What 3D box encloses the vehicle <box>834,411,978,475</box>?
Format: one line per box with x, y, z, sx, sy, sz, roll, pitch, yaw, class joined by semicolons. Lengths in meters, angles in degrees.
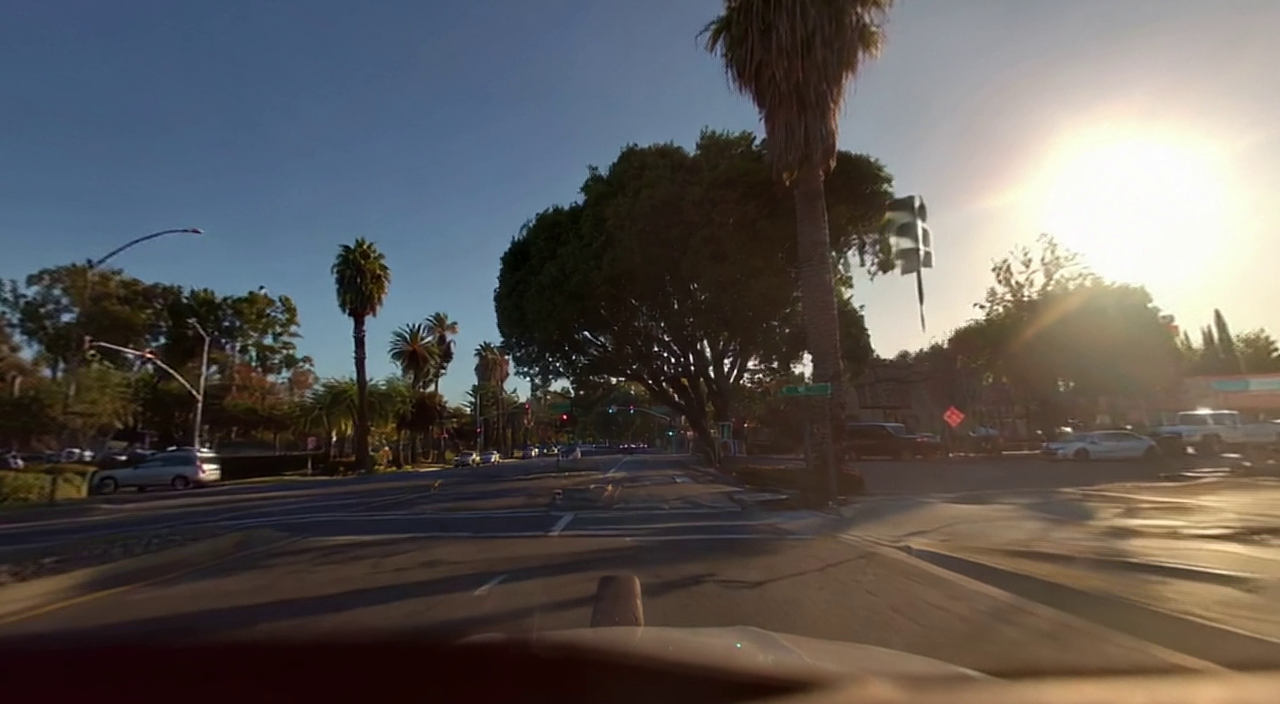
13.323;4.801;33.089;2.944;2.783;10.332;0;-9;-1;vehicle

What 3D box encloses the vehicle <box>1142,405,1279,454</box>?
28.937;3.883;31.373;5.625;2.303;2.592;0;-9;1;vehicle

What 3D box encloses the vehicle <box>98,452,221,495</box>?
-25.871;6.523;34.116;5.056;1.839;1.957;-3;-6;-1;vehicle

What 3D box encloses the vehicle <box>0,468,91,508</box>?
-25.798;5.580;26.015;4.448;1.525;1.835;1;-9;-6;vehicle

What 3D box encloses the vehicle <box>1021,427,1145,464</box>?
21.594;4.577;30.921;4.578;1.756;2.042;1;-9;-4;vehicle

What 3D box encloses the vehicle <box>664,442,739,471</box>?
4.882;8.172;49.734;2.703;2.082;6.059;-8;-12;43;vehicle
